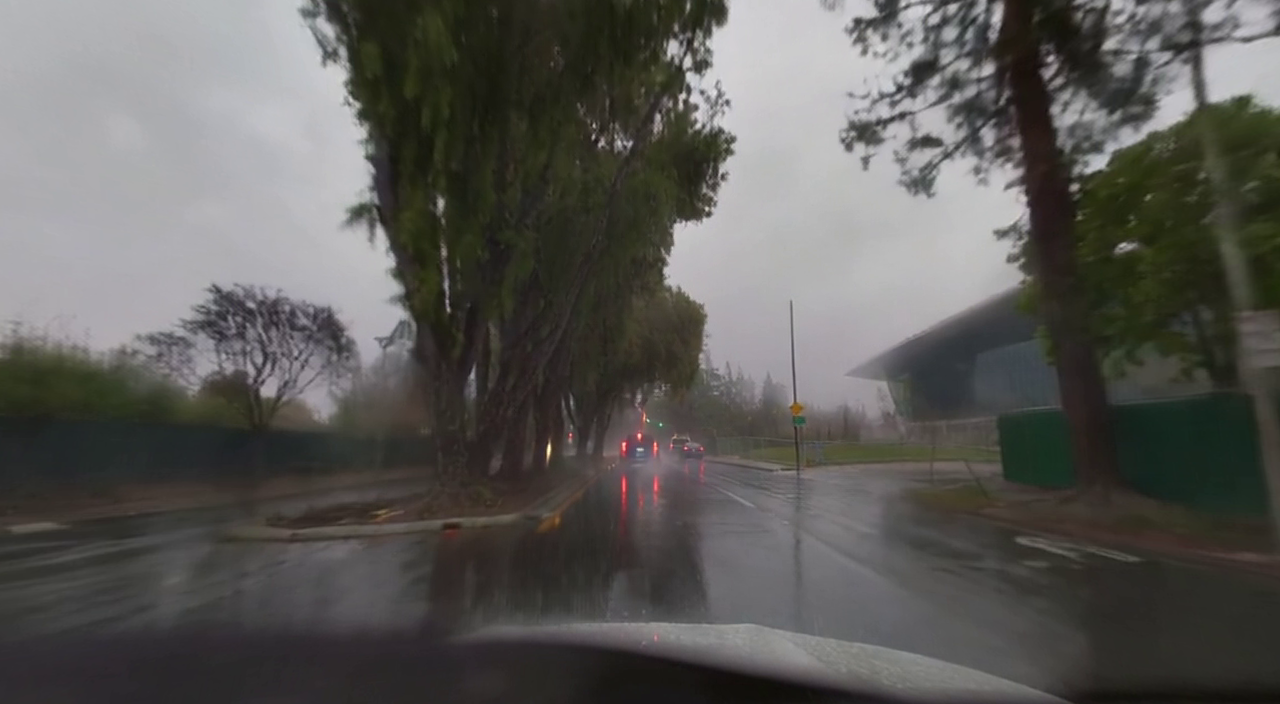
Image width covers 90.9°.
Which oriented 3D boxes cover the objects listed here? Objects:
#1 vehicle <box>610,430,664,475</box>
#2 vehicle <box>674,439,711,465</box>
[{"bbox_3d":[-0.143,4.730,29.910,2.386,1.947,4.168,0,-8,0],"label":"vehicle"},{"bbox_3d":[3.675,7.095,44.821,2.138,1.699,4.852,0,-8,-1],"label":"vehicle"}]
